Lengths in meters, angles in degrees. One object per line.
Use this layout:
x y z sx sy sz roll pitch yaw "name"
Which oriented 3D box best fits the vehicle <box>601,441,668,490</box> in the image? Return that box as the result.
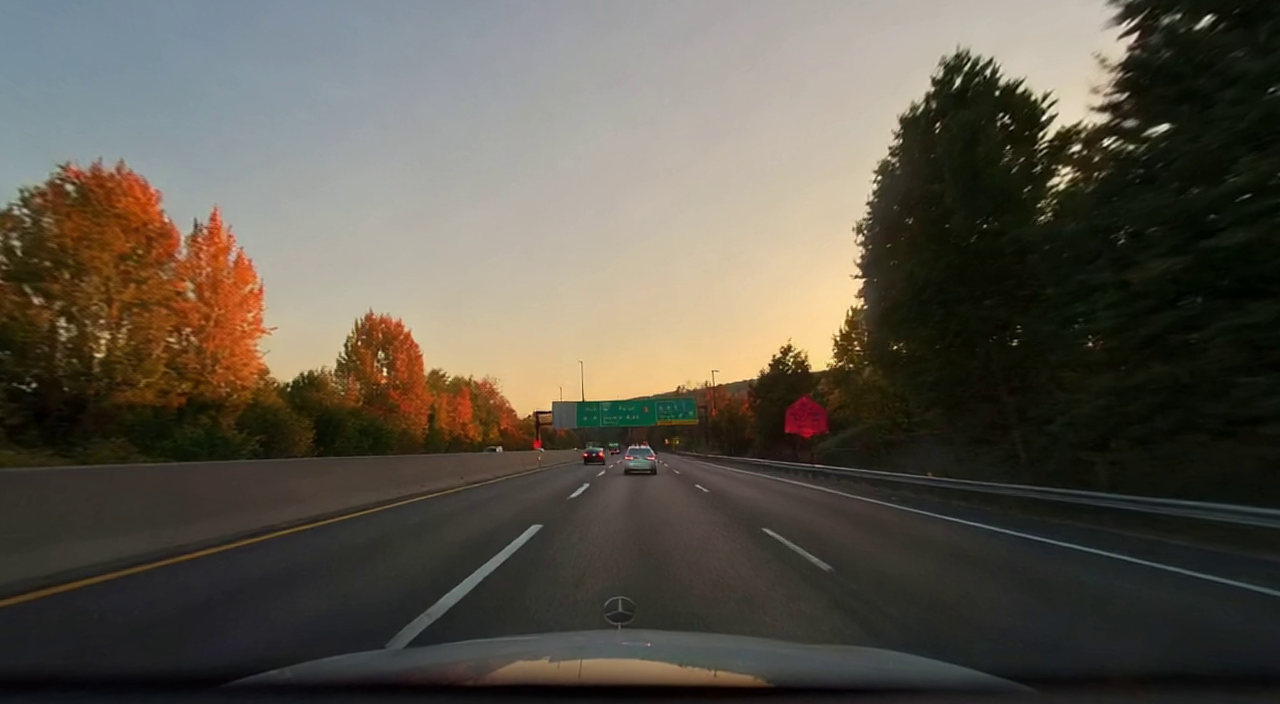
-0.207 3.850 21.466 2.066 1.490 3.759 0 -9 -1 "vehicle"
